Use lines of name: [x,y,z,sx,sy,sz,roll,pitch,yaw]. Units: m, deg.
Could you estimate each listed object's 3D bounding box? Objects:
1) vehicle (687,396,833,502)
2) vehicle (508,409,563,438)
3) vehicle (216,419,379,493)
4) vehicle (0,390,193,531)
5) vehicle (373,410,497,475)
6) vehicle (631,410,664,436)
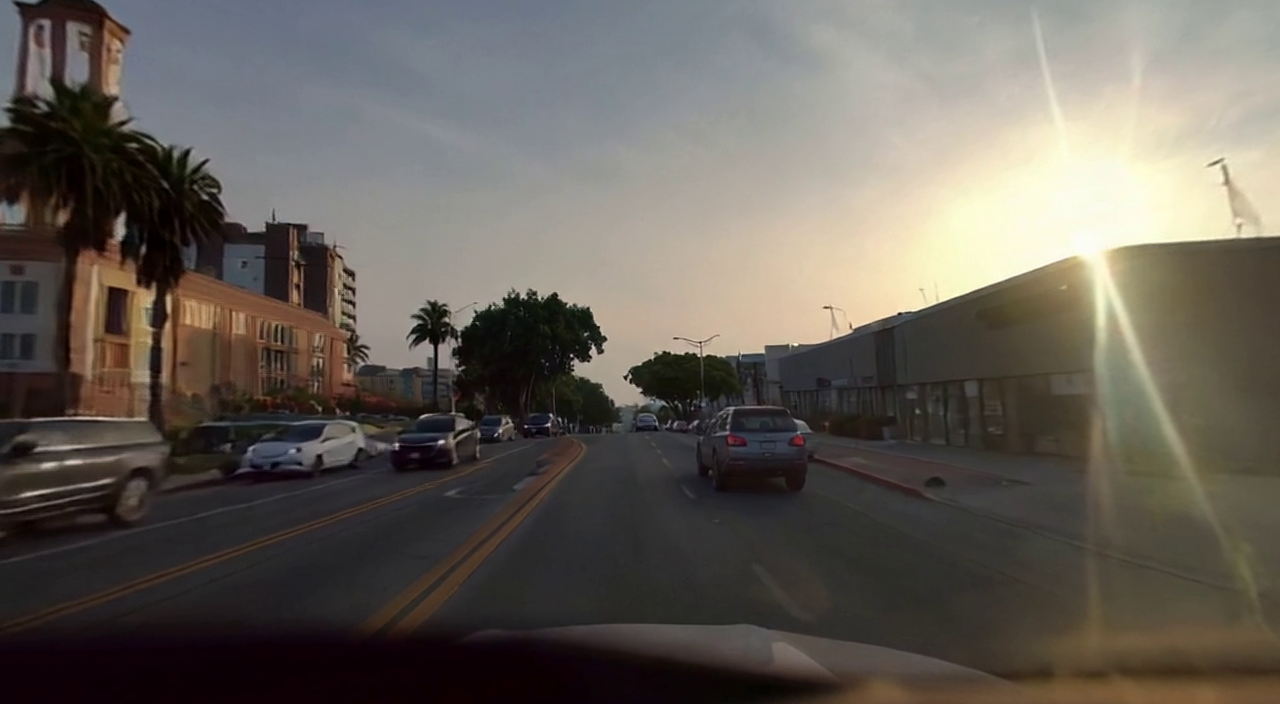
vehicle: [2.293,2.045,13.404,1.995,1.858,4.333,0,-9,-3]
vehicle: [-5.819,4.102,35.712,2.153,1.469,4.939,0,-9,1]
vehicle: [-9.158,2.827,17.440,2.017,1.754,4.428,0,-9,-1]
vehicle: [-8.652,1.363,7.948,2.076,1.650,5.432,0,-9,0]
vehicle: [-5.883,2.699,18.816,2.171,1.676,4.523,0,-9,0]
vehicle: [0.595,5.046,44.698,2.196,1.655,3.939,-1,-9,2]
